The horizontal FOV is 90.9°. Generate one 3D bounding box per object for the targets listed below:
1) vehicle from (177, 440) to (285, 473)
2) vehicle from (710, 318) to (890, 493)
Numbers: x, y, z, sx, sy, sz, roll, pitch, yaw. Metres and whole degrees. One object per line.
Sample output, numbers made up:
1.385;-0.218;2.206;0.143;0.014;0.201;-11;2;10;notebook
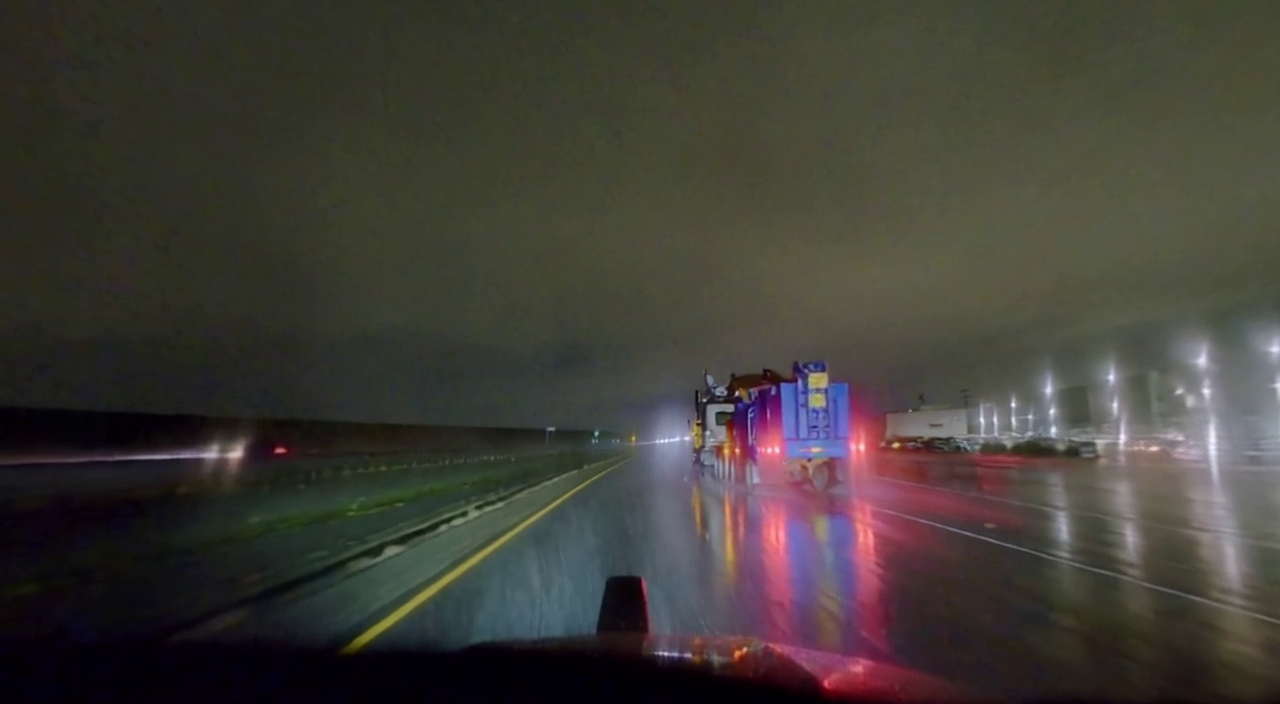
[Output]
-19.766;5.059;30.794;2.036;1.476;4.826;0;-8;0;vehicle
3.963;1.667;17.561;3.279;3.956;6.541;0;-8;1;vehicle
